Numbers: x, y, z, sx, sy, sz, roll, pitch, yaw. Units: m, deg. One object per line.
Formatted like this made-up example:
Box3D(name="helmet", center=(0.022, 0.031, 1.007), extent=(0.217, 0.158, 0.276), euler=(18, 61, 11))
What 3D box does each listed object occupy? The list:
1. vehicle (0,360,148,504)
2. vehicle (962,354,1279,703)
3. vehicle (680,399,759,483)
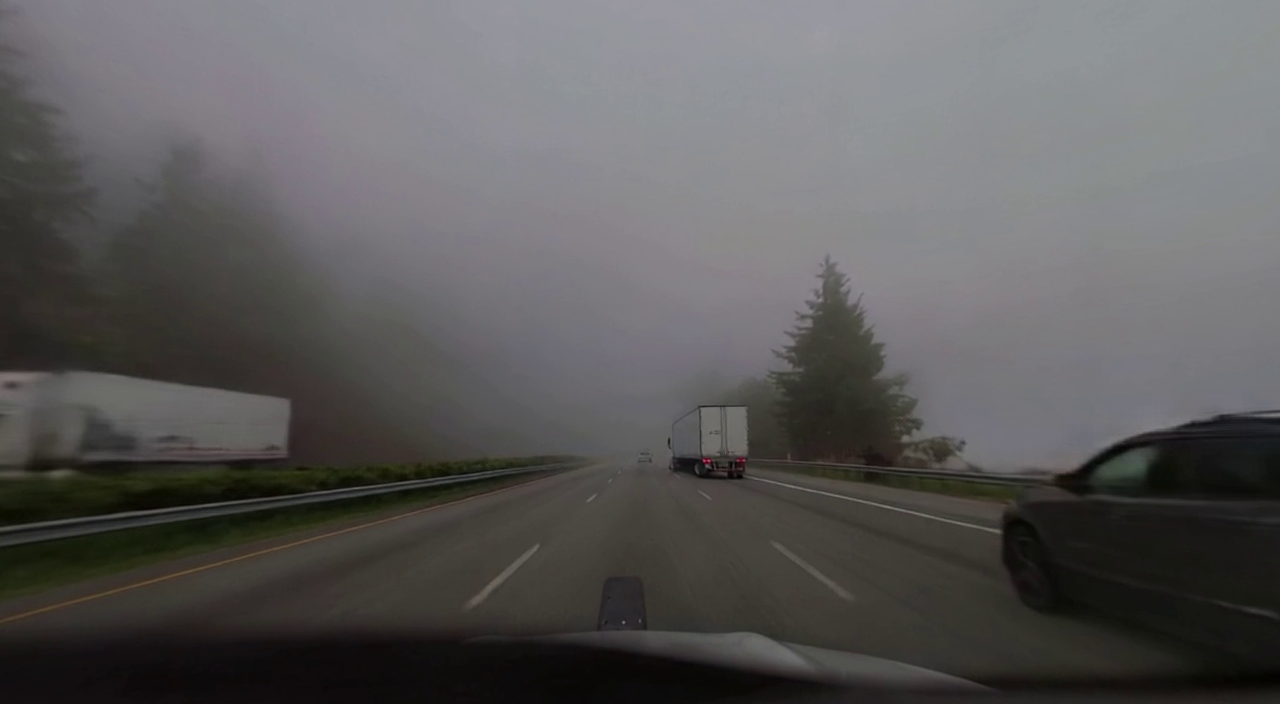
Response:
Box3D(name="vehicle", center=(-19.041, 2.504, 19.257), extent=(2.947, 3.912, 5.781), euler=(0, -9, 1))
Box3D(name="vehicle", center=(3.746, 0.913, 3.075), extent=(2.096, 1.653, 4.185), euler=(0, -9, 0))
Box3D(name="vehicle", center=(4.154, 5.081, 35.487), extent=(3.117, 3.971, 10.593), euler=(1, -9, 1))
